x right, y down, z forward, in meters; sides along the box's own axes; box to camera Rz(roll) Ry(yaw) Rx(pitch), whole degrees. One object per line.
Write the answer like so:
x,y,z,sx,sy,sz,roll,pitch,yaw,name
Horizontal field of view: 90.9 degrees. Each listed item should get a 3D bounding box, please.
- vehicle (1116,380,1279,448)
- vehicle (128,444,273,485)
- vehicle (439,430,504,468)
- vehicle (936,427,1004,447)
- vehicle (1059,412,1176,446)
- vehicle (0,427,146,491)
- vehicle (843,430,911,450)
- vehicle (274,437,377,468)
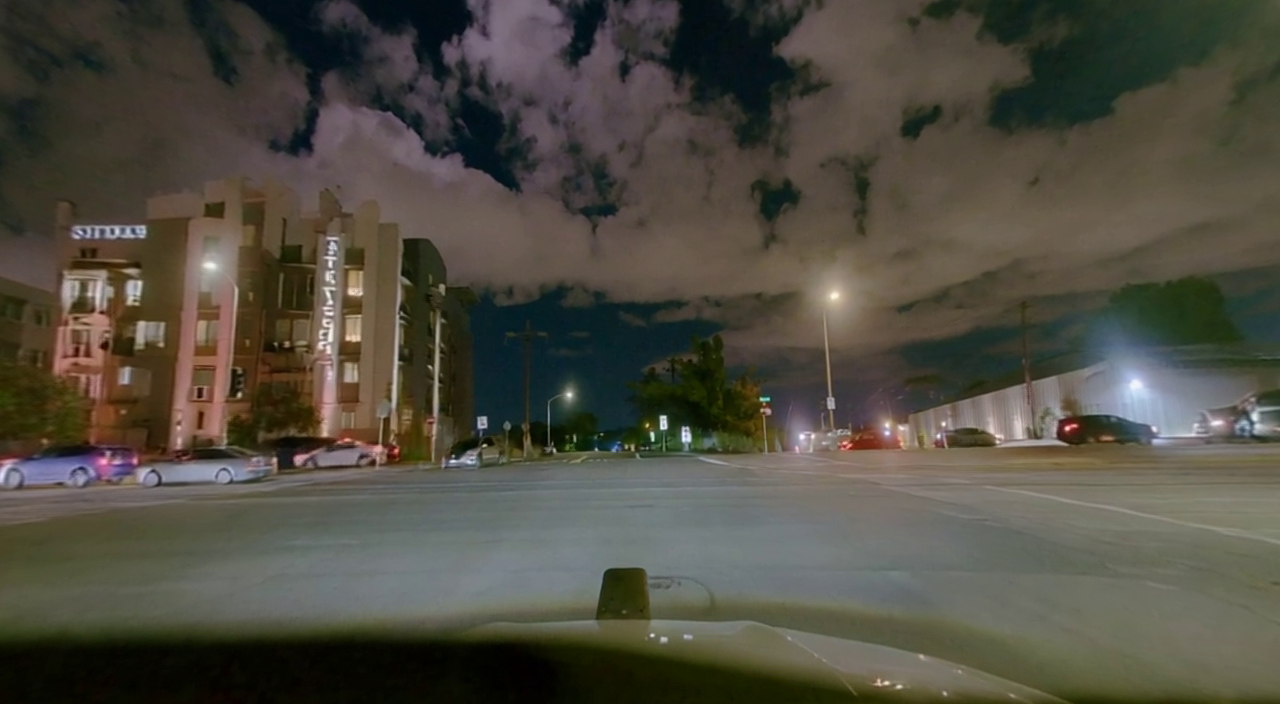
33.607,3.548,35.906,10.986,3.604,2.707,0,-8,-5,vehicle
-16.282,4.170,23.461,4.233,1.432,1.755,-1,-9,6,vehicle
-8.213,4.825,31.244,2.156,1.620,4.945,3,-9,-4,vehicle
26.083,6.741,49.855,4.323,1.507,1.896,0,-9,-3,vehicle
29.454,4.774,39.017,5.277,2.032,2.408,0,-7,-2,vehicle
-21.446,4.045,23.919,3.506,2.261,2.158,-1,-9,5,vehicle
18.550,6.903,49.491,4.528,1.458,1.939,1,-7,-4,vehicle
-17.237,5.536,34.786,2.010,1.583,4.582,-6,-11,34,vehicle
